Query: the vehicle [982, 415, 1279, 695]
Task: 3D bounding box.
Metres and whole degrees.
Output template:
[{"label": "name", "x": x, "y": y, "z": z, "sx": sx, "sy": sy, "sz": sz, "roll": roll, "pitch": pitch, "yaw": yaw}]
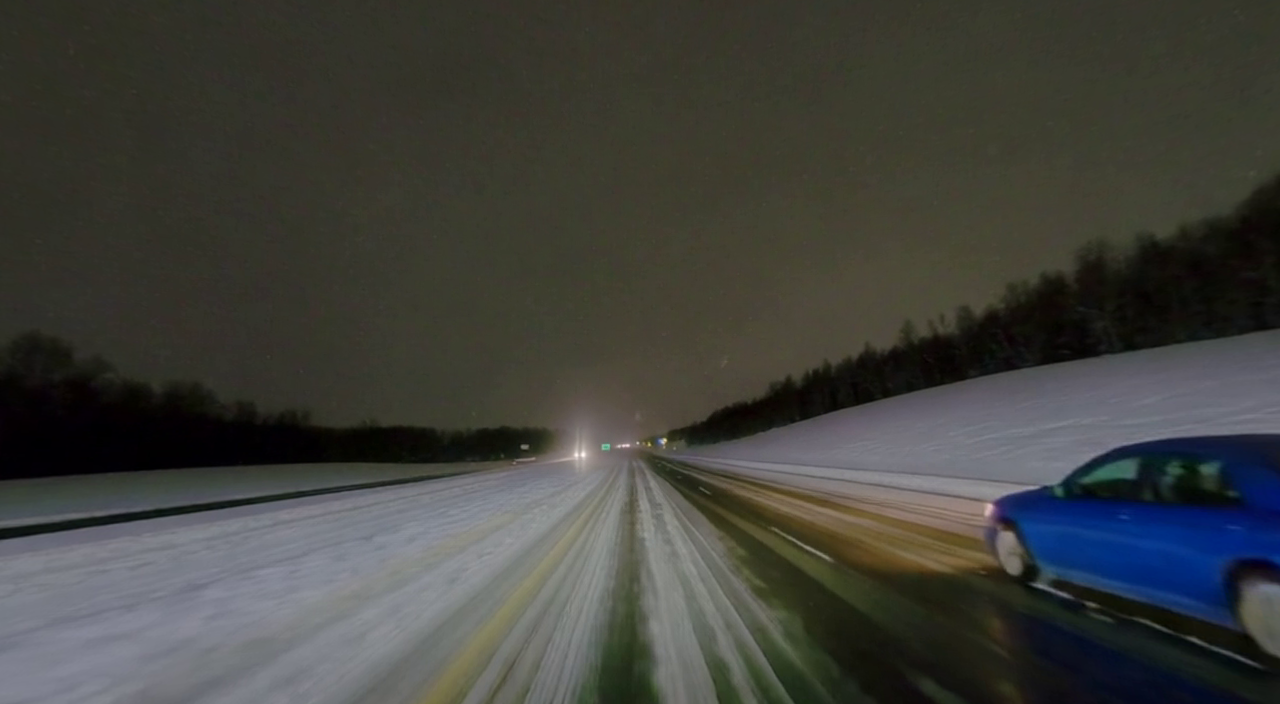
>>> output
[{"label": "vehicle", "x": 4.315, "y": 1.146, "z": 3.904, "sx": 1.981, "sy": 1.440, "sz": 4.125, "roll": -1, "pitch": -9, "yaw": -1}]
